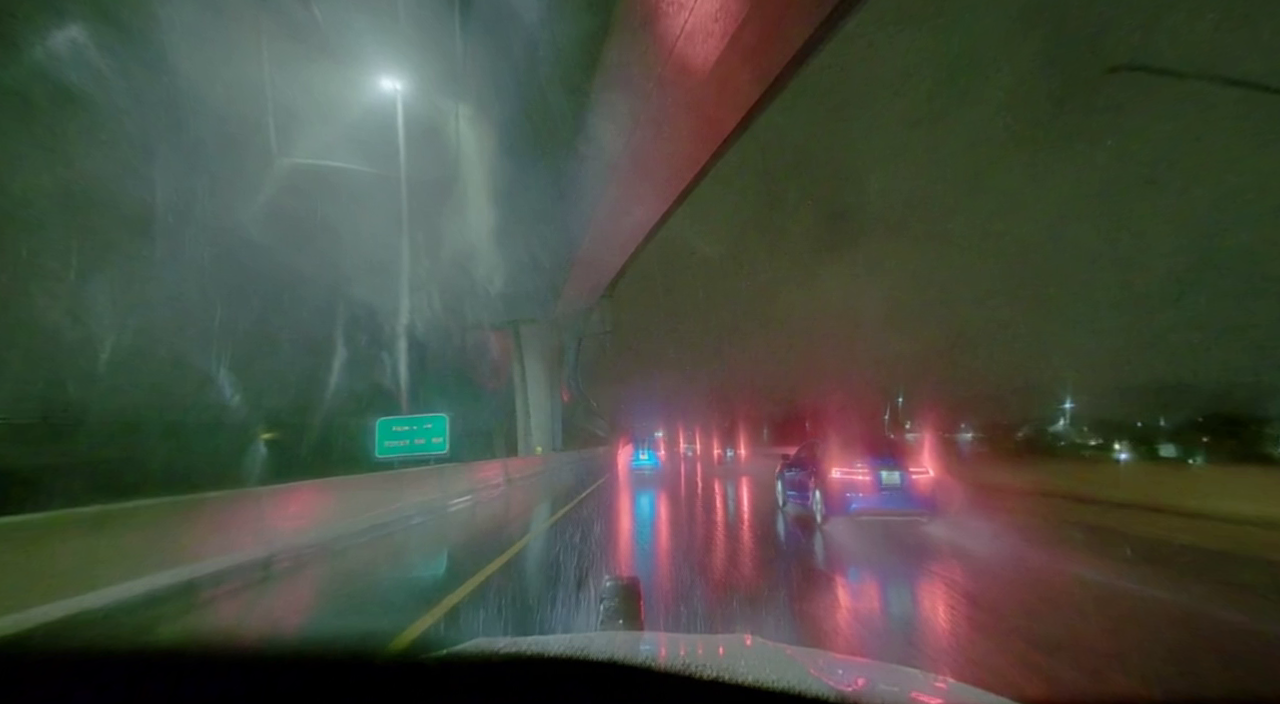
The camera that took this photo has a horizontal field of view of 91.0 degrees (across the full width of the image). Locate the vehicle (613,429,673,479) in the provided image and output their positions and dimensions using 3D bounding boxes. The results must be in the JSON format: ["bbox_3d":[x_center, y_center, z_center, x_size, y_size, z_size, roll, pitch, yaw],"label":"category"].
[{"bbox_3d":[0.122,4.214,26.163,2.264,1.841,4.583,0,-9,0],"label":"vehicle"}]

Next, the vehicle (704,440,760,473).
[{"bbox_3d":[4.527,5.219,31.566,2.047,1.500,4.017,1,-9,-2],"label":"vehicle"}]

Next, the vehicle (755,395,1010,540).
[{"bbox_3d":[3.923,2.046,11.726,2.404,2.014,5.655,0,-9,-1],"label":"vehicle"}]

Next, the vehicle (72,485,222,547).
[{"bbox_3d":[-16.788,5.555,21.764,1.930,1.662,4.089,1,-9,-3],"label":"vehicle"}]
